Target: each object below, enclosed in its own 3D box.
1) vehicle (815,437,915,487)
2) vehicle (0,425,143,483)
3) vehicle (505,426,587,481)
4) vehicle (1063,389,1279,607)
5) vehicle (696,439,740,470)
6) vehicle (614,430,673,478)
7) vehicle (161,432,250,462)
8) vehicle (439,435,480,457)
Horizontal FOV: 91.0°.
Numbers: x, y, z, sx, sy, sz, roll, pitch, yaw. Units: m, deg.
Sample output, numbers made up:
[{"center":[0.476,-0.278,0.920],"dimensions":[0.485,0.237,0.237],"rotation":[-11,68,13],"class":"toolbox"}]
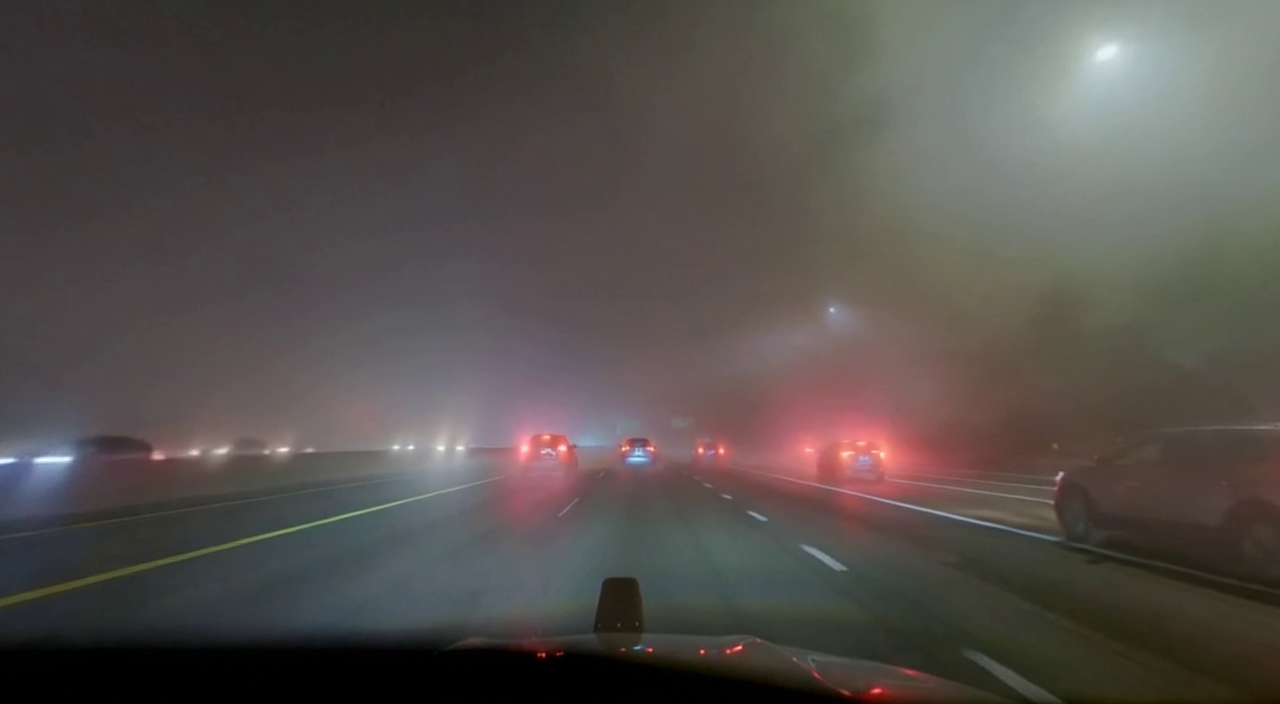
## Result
[{"center":[7.748,3.806,22.089],"dimensions":[1.989,1.569,3.964],"rotation":[0,-9,-1],"class":"vehicle"},{"center":[-18.007,3.051,18.997],"dimensions":[1.992,1.524,4.843],"rotation":[0,-9,1],"class":"vehicle"},{"center":[-3.278,3.677,22.975],"dimensions":[2.199,1.777,4.790],"rotation":[0,-9,1],"class":"vehicle"},{"center":[5.970,1.156,5.003],"dimensions":[2.041,1.669,4.712],"rotation":[0,-9,2],"class":"vehicle"},{"center":[4.457,5.925,36.666],"dimensions":[2.022,1.682,4.226],"rotation":[0,-9,0],"class":"vehicle"},{"center":[0.134,4.074,25.224],"dimensions":[2.181,1.728,3.970],"rotation":[0,-9,0],"class":"vehicle"},{"center":[-25.711,5.643,37.458],"dimensions":[1.947,1.682,4.606],"rotation":[0,-9,1],"class":"vehicle"},{"center":[-14.211,7.448,49.830],"dimensions":[1.885,1.593,4.292],"rotation":[0,-9,1],"class":"vehicle"}]
